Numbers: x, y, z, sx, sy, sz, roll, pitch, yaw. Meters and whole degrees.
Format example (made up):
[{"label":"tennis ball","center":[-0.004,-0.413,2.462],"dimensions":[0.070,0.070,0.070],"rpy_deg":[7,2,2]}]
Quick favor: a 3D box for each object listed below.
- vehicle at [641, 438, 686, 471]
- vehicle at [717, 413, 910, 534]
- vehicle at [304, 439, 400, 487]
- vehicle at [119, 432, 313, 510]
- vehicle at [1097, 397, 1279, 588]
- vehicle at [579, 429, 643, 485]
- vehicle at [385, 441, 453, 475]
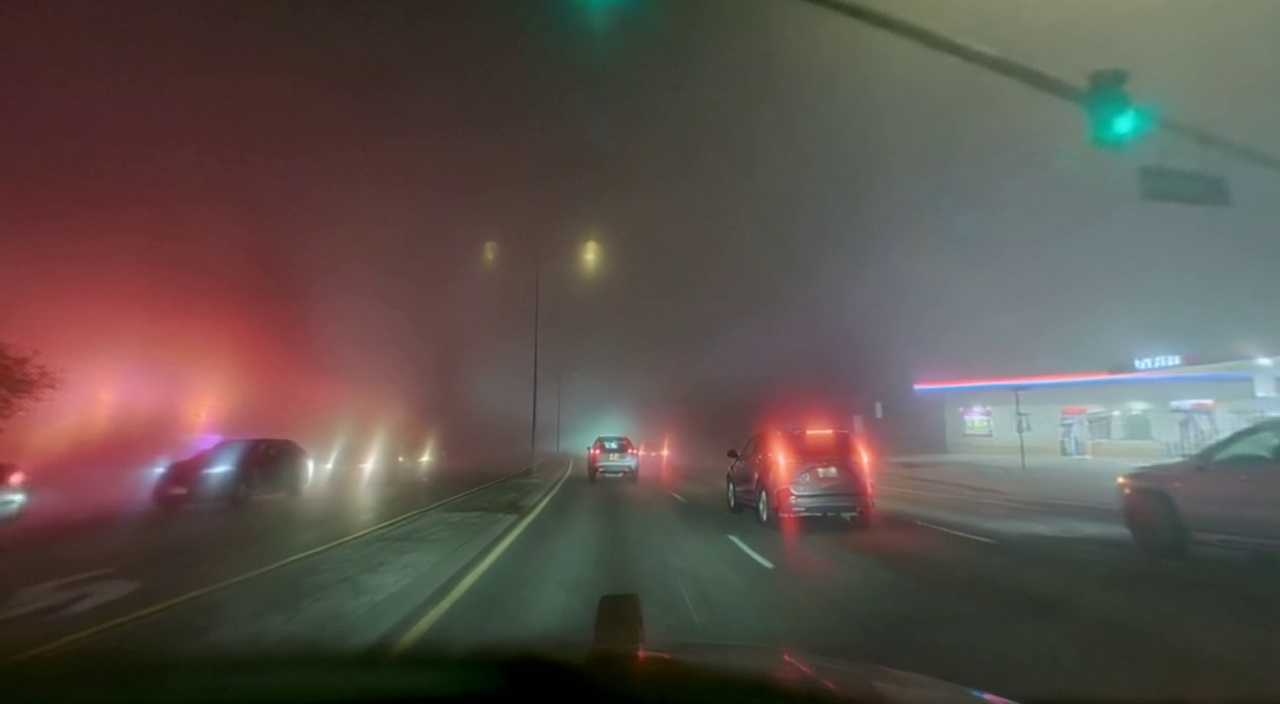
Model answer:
[{"label":"vehicle","center":[1.148,5.277,32.599],"dimensions":[1.800,1.592,3.658],"rpy_deg":[1,-8,-7]},{"label":"vehicle","center":[2.807,2.076,11.357],"dimensions":[2.000,1.745,4.206],"rpy_deg":[0,-8,-4]},{"label":"vehicle","center":[-9.569,3.682,21.246],"dimensions":[1.665,1.442,3.720],"rpy_deg":[0,-8,-4]},{"label":"vehicle","center":[-9.659,2.705,14.822],"dimensions":[1.943,1.575,3.927],"rpy_deg":[0,-8,-3]},{"label":"vehicle","center":[6.628,1.201,5.328],"dimensions":[2.047,1.653,4.423],"rpy_deg":[0,-8,-2]},{"label":"vehicle","center":[-1.118,3.703,22.525],"dimensions":[2.051,1.798,4.168],"rpy_deg":[1,-8,-5]},{"label":"vehicle","center":[-10.430,4.997,30.036],"dimensions":[1.872,1.439,4.507],"rpy_deg":[0,-8,-4]}]
